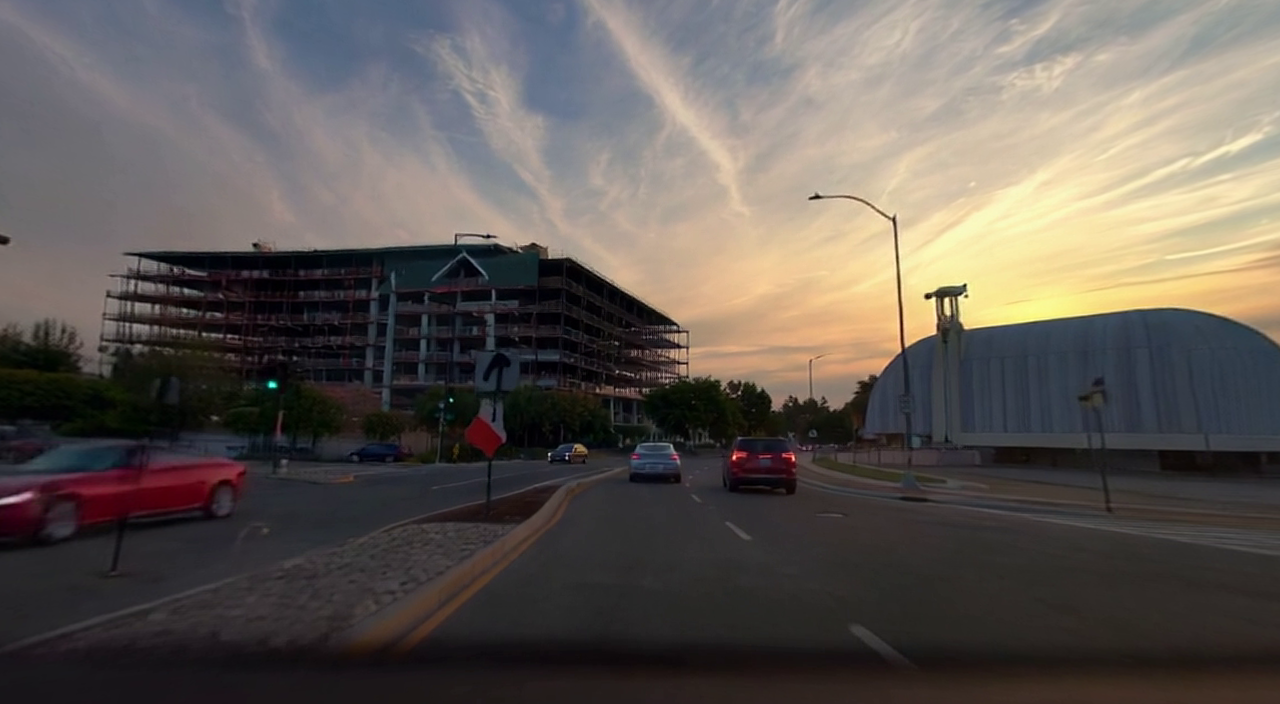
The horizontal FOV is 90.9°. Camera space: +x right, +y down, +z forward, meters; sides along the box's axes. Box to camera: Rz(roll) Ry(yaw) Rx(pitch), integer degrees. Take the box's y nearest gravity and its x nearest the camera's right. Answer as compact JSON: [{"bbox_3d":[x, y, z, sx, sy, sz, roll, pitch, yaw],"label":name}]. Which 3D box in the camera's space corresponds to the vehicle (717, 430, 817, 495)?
[{"bbox_3d":[3.761,3.380,19.709,2.320,1.772,4.872,0,-8,3],"label":"vehicle"}]

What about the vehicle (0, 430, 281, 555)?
[{"bbox_3d":[-8.392,2.098,10.260,2.121,1.513,4.827,-1,-8,2],"label":"vehicle"}]

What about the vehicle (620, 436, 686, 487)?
[{"bbox_3d":[0.523,3.871,22.542,2.132,1.632,3.889,-1,-8,3],"label":"vehicle"}]

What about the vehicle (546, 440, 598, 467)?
[{"bbox_3d":[-4.821,7.231,45.247,2.254,1.789,4.736,-2,-9,13],"label":"vehicle"}]

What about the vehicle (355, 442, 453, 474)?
[{"bbox_3d":[-11.960,5.335,32.027,4.351,1.490,2.012,4,-9,-28],"label":"vehicle"}]
